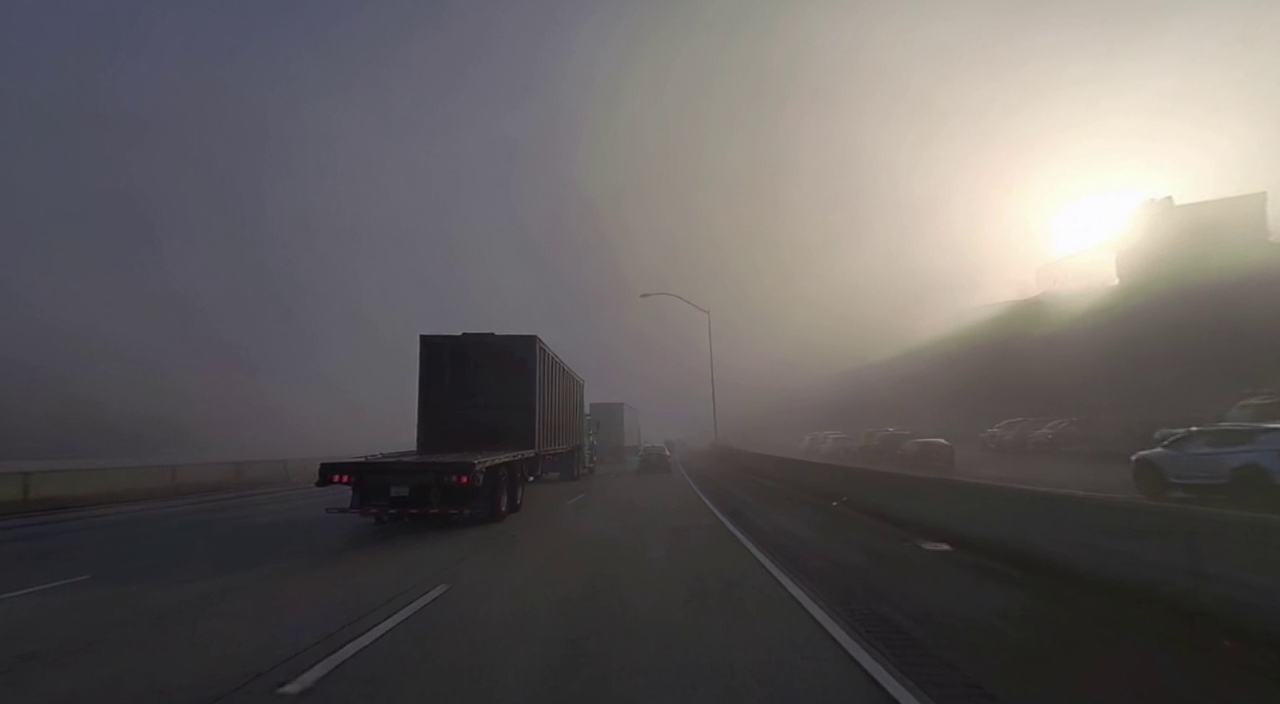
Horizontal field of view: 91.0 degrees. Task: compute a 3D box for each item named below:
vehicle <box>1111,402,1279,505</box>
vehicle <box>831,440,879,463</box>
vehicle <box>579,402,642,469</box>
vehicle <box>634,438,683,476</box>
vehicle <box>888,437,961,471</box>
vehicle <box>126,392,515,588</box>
[{"bbox_3d":[14.178,2.337,14.656,2.186,2.074,5.586,0,-9,2],"label":"vehicle"},{"bbox_3d":[16.198,7.514,47.752,2.237,1.656,4.676,-1,-9,3],"label":"vehicle"},{"bbox_3d":[-1.726,5.649,41.919,3.073,3.894,9.782,-1,-9,4],"label":"vehicle"},{"bbox_3d":[0.908,4.952,29.781,2.178,1.640,4.071,-1,-9,3],"label":"vehicle"},{"bbox_3d":[14.978,5.383,33.438,2.022,1.675,4.792,-1,-9,5],"label":"vehicle"},{"bbox_3d":[-3.366,1.552,7.720,2.896,1.779,3.441,-1,-8,1],"label":"vehicle"}]
